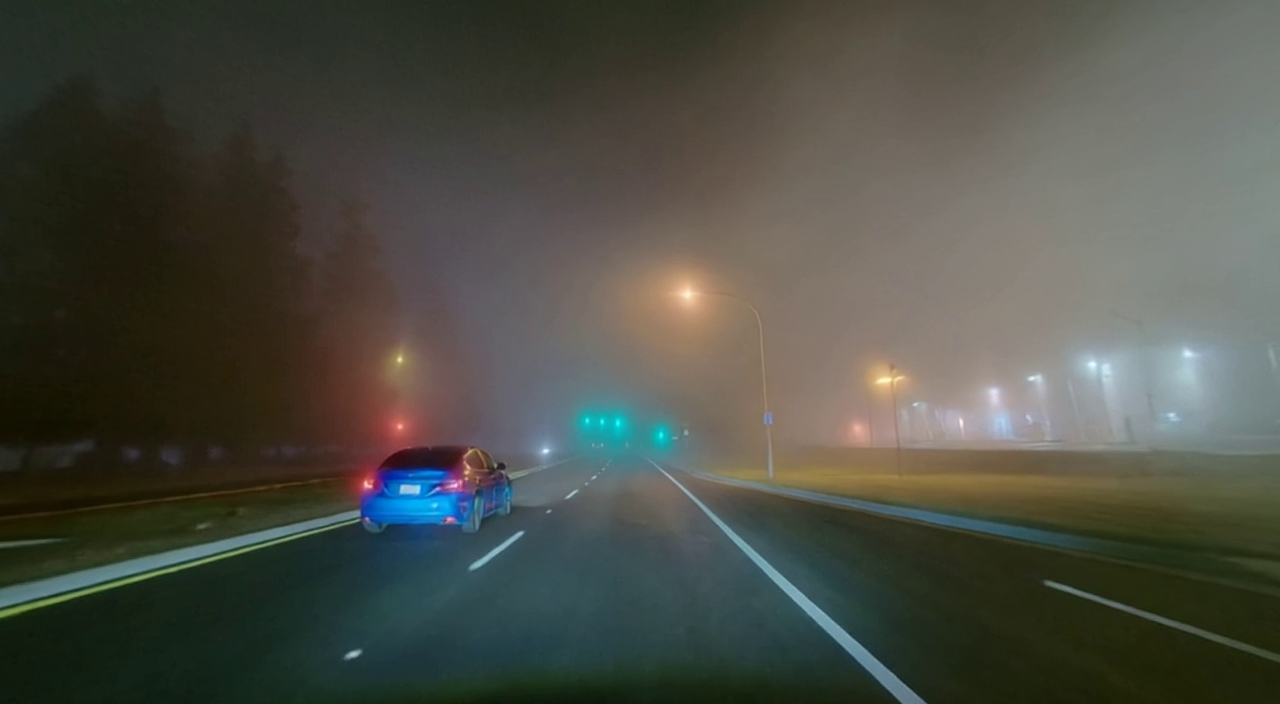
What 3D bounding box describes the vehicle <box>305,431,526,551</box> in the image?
[{"bbox_3d":[-3.170,2.041,9.960,1.964,1.472,4.078,0,-8,0],"label":"vehicle"}]
